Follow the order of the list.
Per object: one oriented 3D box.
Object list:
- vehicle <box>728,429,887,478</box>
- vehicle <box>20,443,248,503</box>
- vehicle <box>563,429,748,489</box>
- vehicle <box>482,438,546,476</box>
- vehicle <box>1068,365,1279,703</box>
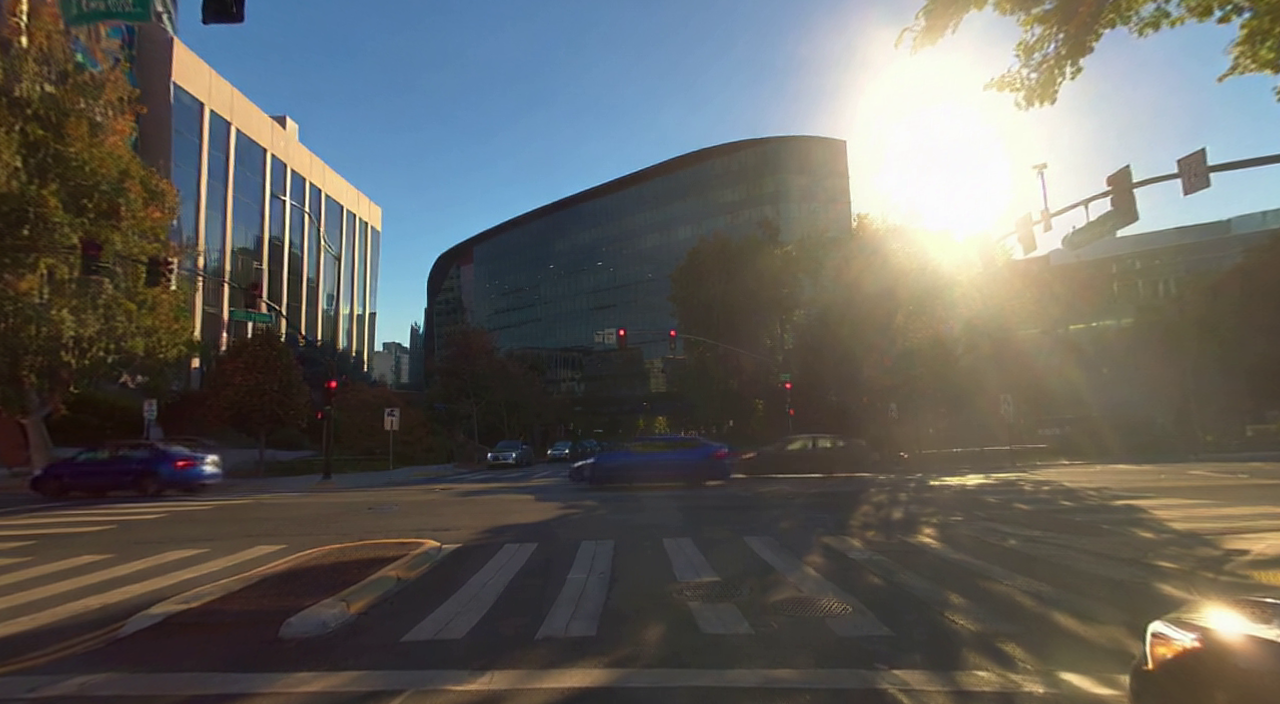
[{"bbox_3d":[5.349,3.305,20.538,4.623,1.477,1.884,0,-8,0],"label":"vehicle"},{"bbox_3d":[-13.399,3.194,16.844,4.464,1.472,1.867,0,-8,0],"label":"vehicle"},{"bbox_3d":[0.393,2.871,17.014,4.723,1.484,1.883,0,-8,0],"label":"vehicle"},{"bbox_3d":[-5.960,5.027,30.268,2.115,1.690,4.322,0,-8,1],"label":"vehicle"},{"bbox_3d":[2.886,0.679,0.833,1.947,1.576,3.825,0,-8,1],"label":"vehicle"}]
